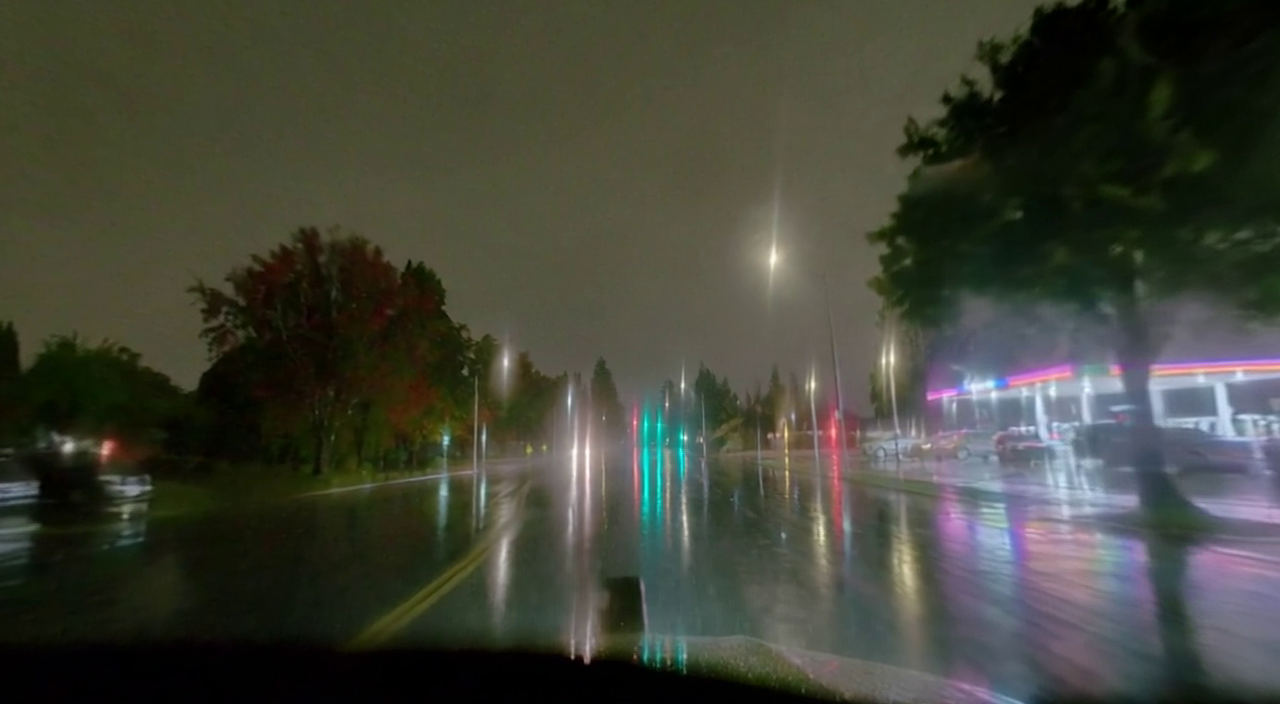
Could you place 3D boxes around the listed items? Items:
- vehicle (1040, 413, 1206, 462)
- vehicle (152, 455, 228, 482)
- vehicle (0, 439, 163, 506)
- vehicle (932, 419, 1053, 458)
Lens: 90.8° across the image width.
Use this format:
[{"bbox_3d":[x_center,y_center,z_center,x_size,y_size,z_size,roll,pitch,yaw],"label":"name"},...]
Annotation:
[{"bbox_3d":[17.592,3.151,23.171,4.426,1.700,2.077,0,-8,-4],"label":"vehicle"},{"bbox_3d":[-26.609,6.868,37.481,1.768,1.465,3.569,-1,-8,3],"label":"vehicle"},{"bbox_3d":[-19.840,4.007,21.731,2.280,1.968,5.805,0,-8,0],"label":"vehicle"},{"bbox_3d":[16.909,4.181,30.494,4.594,1.751,2.071,0,-8,-1],"label":"vehicle"}]
